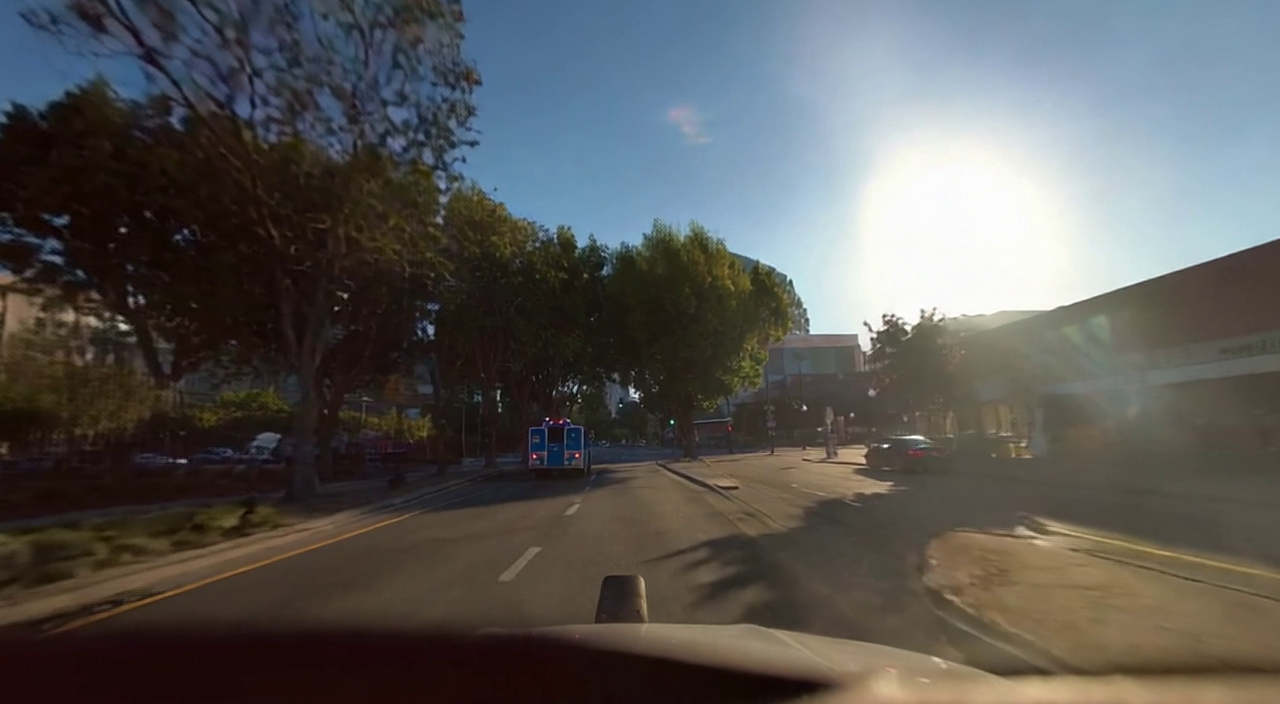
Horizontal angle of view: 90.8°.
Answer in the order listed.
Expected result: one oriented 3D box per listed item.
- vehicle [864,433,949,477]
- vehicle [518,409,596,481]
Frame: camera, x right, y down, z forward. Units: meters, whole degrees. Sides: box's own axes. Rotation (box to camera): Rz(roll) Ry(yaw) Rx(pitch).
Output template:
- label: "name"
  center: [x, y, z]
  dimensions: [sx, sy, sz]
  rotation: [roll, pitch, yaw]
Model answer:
- label: "vehicle"
  center: [11.431, 4.437, 27.461]
  dimensions: [1.980, 1.719, 4.422]
  rotation: [-1, -8, 3]
- label: "vehicle"
  center: [-3.480, 4.074, 27.830]
  dimensions: [2.633, 2.787, 5.796]
  rotation: [0, -8, 0]
